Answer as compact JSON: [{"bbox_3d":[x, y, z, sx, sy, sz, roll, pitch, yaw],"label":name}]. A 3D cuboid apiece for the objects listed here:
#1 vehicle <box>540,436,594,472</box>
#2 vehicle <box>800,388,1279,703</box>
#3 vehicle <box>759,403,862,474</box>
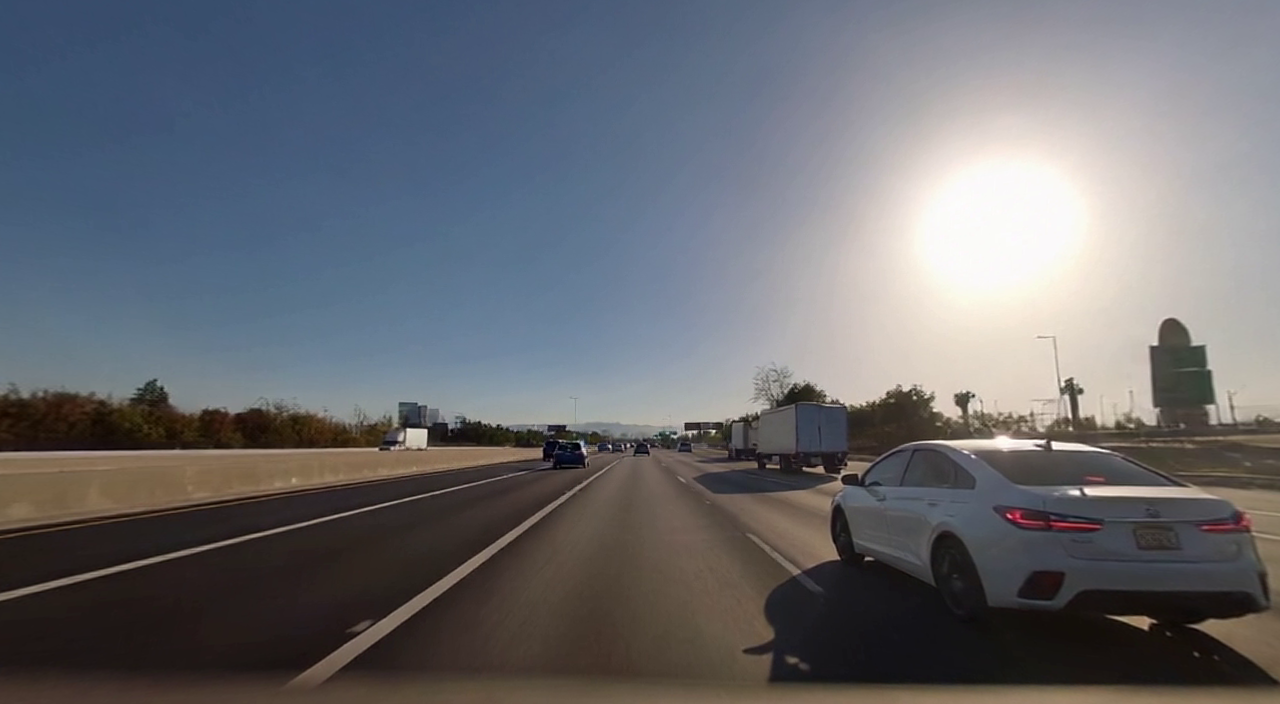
[{"bbox_3d":[-3.794,5.399,33.639,2.193,1.746,4.512,0,-8,1],"label":"vehicle"},{"bbox_3d":[3.008,1.289,5.069,2.107,1.550,4.949,0,-8,-1],"label":"vehicle"},{"bbox_3d":[8.451,4.506,32.603,2.798,3.172,8.403,0,-9,-1],"label":"vehicle"}]
